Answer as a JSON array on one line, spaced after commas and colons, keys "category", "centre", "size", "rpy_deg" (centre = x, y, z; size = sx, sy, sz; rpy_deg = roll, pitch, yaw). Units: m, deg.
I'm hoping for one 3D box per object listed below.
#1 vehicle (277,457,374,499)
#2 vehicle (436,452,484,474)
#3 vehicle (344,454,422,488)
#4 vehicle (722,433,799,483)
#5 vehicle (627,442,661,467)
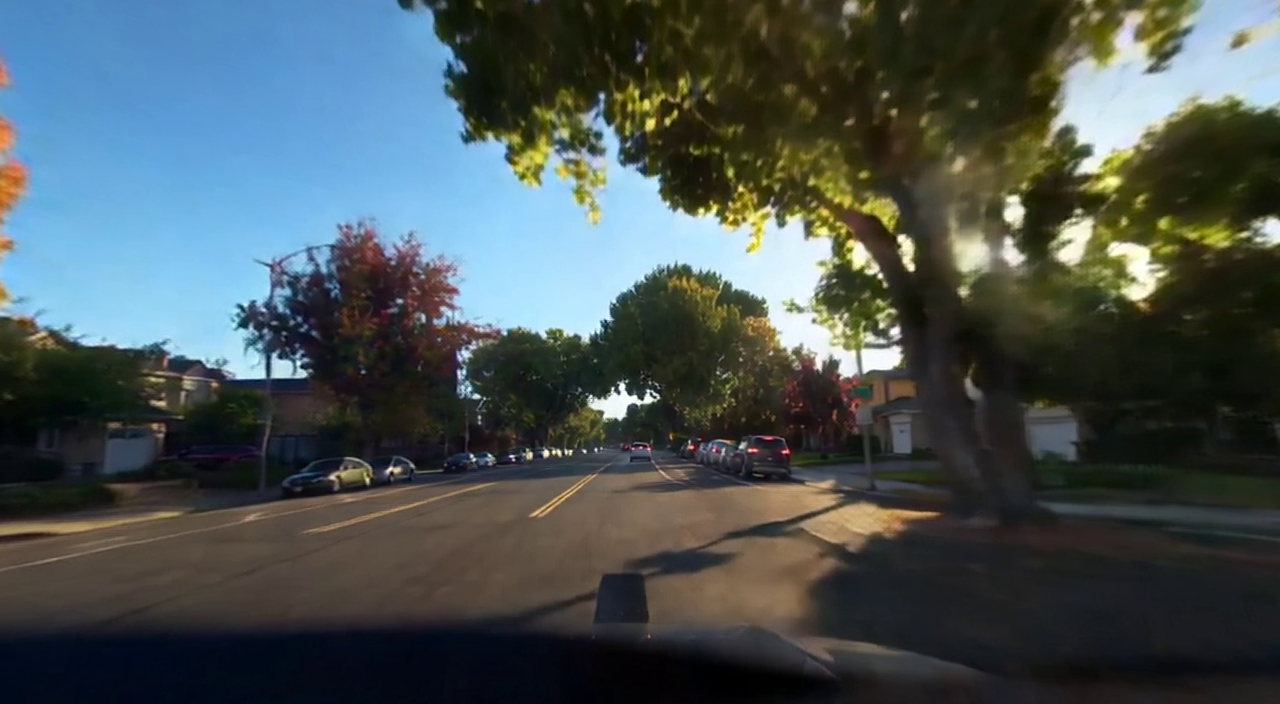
[{"category": "vehicle", "centre": [-12.868, 5.147, 26.177], "size": [1.834, 1.467, 4.357], "rpy_deg": [0, -9, -1]}, {"category": "vehicle", "centre": [-12.924, 7.984, 45.677], "size": [1.969, 1.490, 4.675], "rpy_deg": [0, -9, 1]}, {"category": "vehicle", "centre": [-12.775, 5.921, 31.786], "size": [1.880, 1.523, 4.833], "rpy_deg": [0, -9, 1]}, {"category": "vehicle", "centre": [4.794, 4.296, 25.867], "size": [2.022, 1.799, 5.105], "rpy_deg": [0, -9, -1]}, {"category": "vehicle", "centre": [0.192, 6.356, 39.448], "size": [2.022, 1.471, 3.973], "rpy_deg": [0, -9, -1]}]
